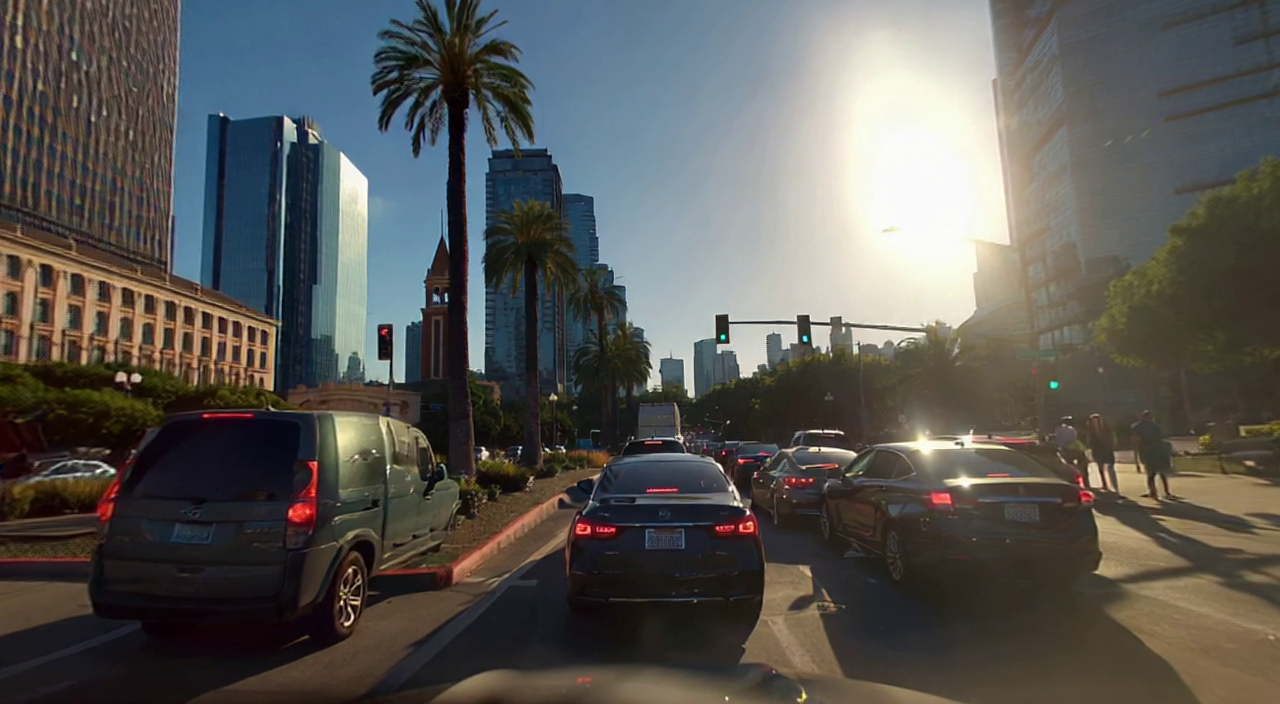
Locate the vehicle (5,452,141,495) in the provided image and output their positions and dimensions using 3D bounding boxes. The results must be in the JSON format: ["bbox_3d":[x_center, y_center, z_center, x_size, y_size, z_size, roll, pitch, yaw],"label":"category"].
[{"bbox_3d":[-26.698,5.709,29.931,2.105,1.793,4.812,0,-9,-3],"label":"vehicle"}]

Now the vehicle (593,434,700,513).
[{"bbox_3d":[0.157,2.618,14.003,2.048,1.503,3.681,0,-9,1],"label":"vehicle"}]

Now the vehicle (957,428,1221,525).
[{"bbox_3d":[8.171,2.280,12.088,1.859,1.508,4.259,0,-9,-1],"label":"vehicle"}]

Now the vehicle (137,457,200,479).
[{"bbox_3d":[-36.836,9.042,49.273,1.700,1.527,4.445,1,-9,-4],"label":"vehicle"}]

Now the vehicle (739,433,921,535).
[{"bbox_3d":[3.123,2.257,11.442,1.913,1.469,4.425,0,-9,0],"label":"vehicle"}]
